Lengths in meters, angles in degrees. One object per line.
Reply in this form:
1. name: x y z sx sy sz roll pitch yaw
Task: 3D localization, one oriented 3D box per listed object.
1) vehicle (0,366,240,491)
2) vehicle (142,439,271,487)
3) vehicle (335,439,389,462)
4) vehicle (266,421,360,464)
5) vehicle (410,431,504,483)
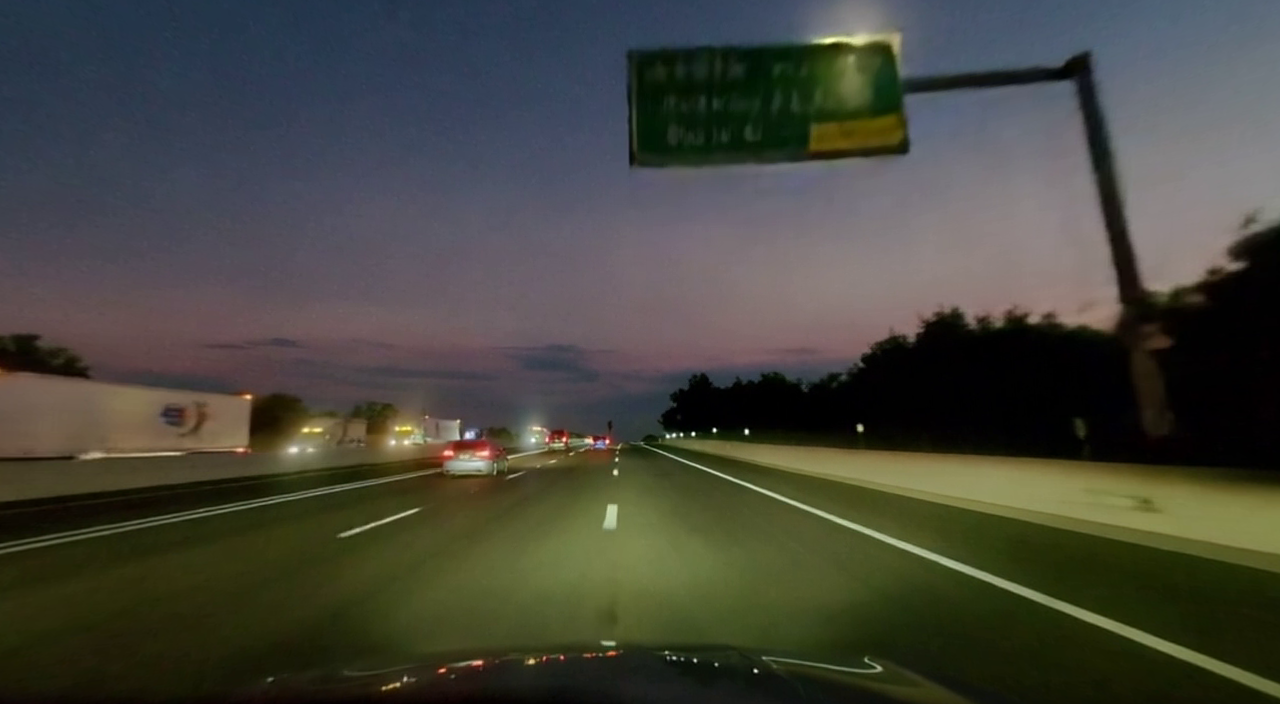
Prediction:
1. vehicle: -22.071 3.027 23.920 3.348 3.923 16.919 -1 -8 -2
2. vehicle: -14.765 3.756 21.686 1.775 1.440 3.806 0 -8 -1
3. vehicle: -19.227 6.810 43.626 1.858 1.457 4.357 0 -8 -1
4. vehicle: -22.983 6.395 44.722 3.016 2.733 7.070 0 -8 -1
5. vehicle: -5.963 3.449 21.034 1.953 1.550 4.167 0 -8 -1
